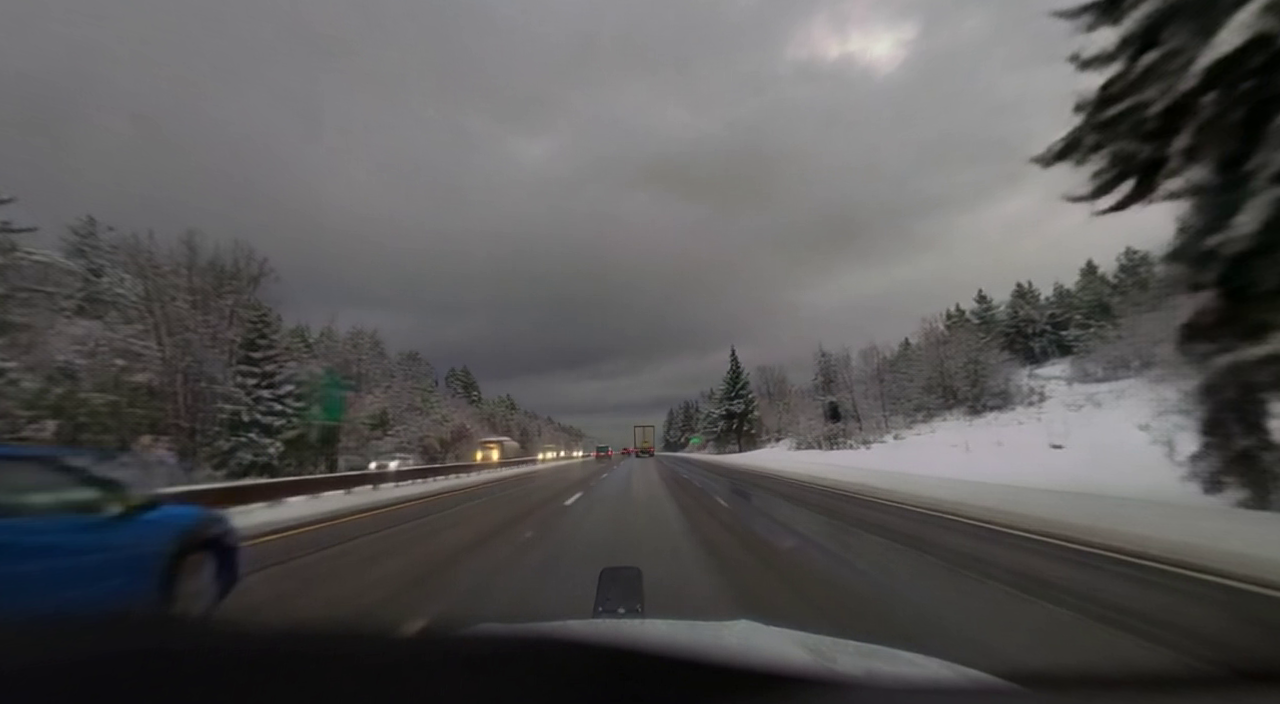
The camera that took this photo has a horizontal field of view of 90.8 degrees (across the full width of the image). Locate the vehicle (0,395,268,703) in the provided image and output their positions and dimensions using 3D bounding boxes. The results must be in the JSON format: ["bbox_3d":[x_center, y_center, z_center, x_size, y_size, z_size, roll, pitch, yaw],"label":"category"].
[{"bbox_3d":[-4.027,1.008,3.079,2.018,1.548,3.849,-1,-9,1],"label":"vehicle"}]

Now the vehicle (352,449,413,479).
[{"bbox_3d":[-16.506,7.168,40.712,1.886,1.753,4.567,-1,-9,1],"label":"vehicle"}]
